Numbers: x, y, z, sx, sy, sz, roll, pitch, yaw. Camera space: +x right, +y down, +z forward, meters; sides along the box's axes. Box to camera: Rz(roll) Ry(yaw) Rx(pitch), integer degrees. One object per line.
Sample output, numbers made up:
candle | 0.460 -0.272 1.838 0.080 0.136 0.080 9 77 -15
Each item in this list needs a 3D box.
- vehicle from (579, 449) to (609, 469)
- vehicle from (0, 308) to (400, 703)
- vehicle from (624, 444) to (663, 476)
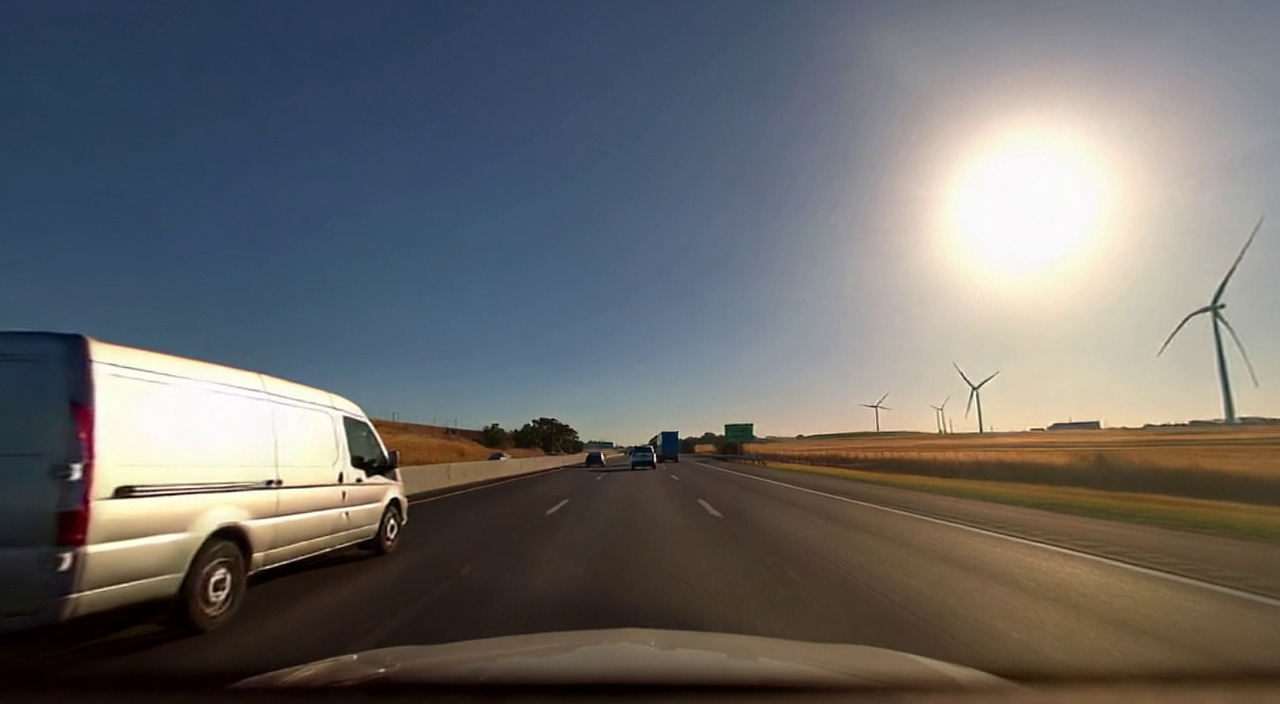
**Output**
vehicle | -3.569 8.407 49.550 1.984 1.491 4.341 0 -9 0
vehicle | -4.010 1.137 5.118 2.238 1.984 4.650 0 -9 0
vehicle | 0.192 6.165 36.237 2.083 1.689 4.083 0 -9 0
